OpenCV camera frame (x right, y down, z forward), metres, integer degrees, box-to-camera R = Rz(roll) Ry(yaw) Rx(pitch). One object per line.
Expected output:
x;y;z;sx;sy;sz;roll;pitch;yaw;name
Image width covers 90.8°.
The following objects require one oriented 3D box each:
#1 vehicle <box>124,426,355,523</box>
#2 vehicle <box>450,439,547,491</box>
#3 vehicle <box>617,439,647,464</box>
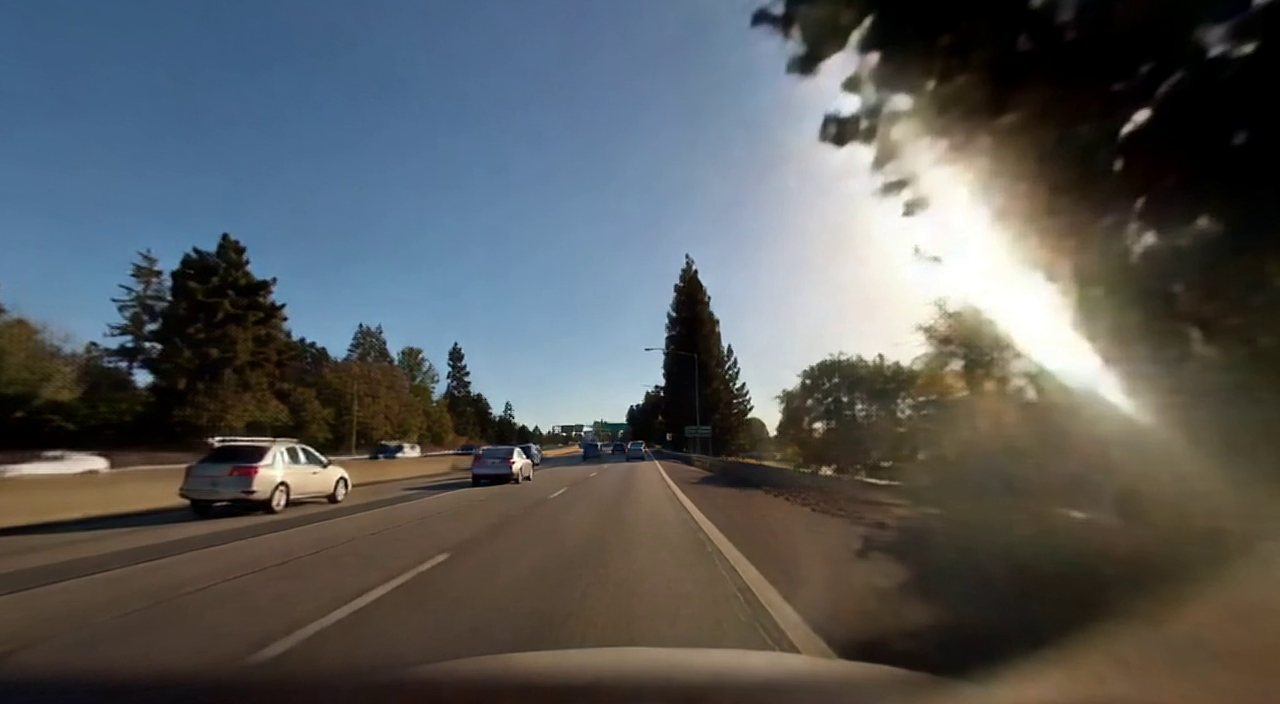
-8.620;2.657;14.280;2.091;1.795;4.617;-1;-8;1;vehicle
-4.732;3.833;21.911;2.102;1.562;4.884;-1;-8;2;vehicle
-0.580;7.340;46.916;2.179;1.742;4.396;0;-8;0;vehicle
